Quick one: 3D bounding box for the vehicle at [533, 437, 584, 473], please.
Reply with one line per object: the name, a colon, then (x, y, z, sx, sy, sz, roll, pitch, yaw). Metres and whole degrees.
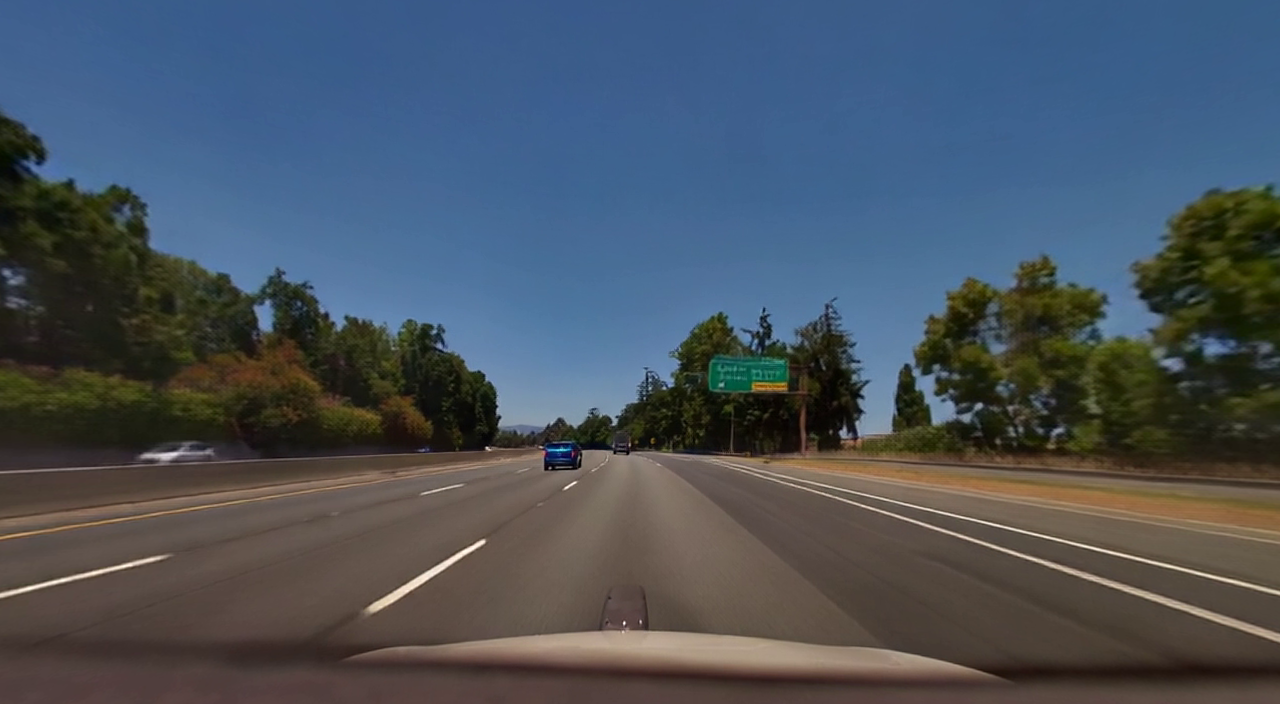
vehicle: (-4.242, 5.407, 33.440, 2.162, 1.724, 4.537, 0, -8, -1)
